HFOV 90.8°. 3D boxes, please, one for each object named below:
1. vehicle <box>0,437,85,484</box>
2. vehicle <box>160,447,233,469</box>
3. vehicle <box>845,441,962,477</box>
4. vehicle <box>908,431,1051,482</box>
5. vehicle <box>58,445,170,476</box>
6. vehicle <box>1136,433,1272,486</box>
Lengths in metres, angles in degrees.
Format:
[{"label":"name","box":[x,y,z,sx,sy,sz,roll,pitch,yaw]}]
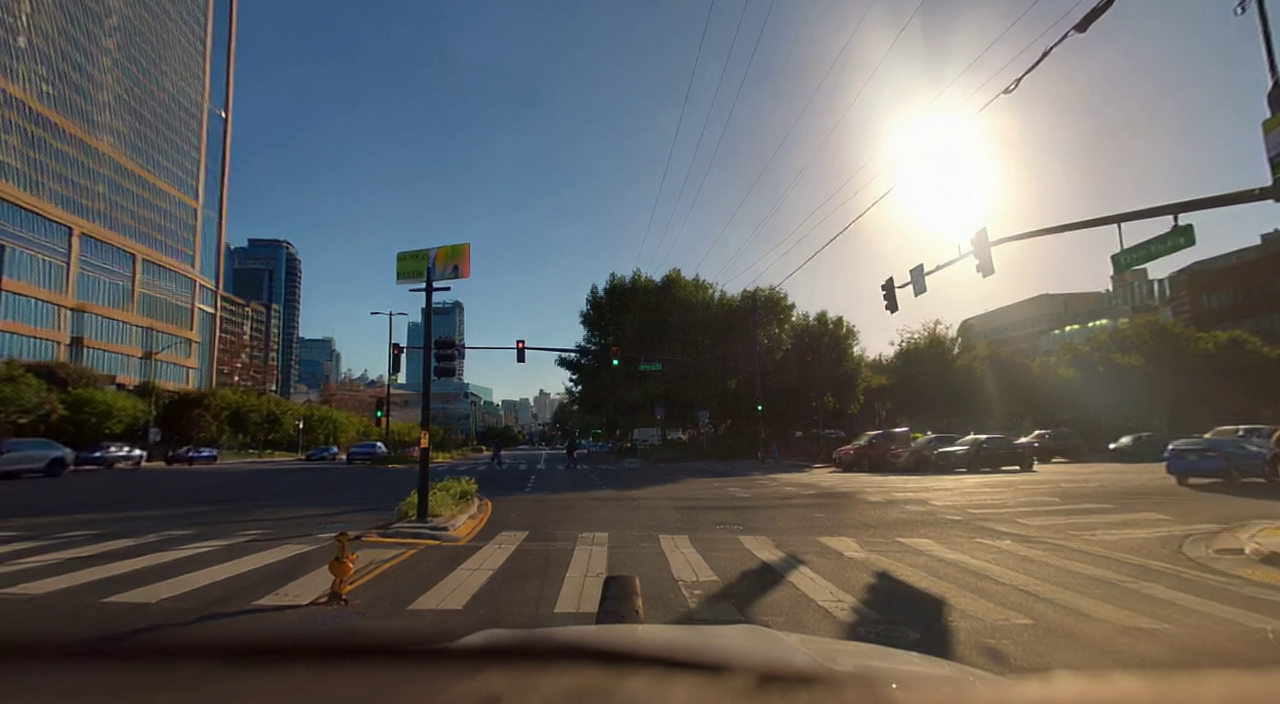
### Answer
[{"label":"vehicle","box":[-23.341,3.951,23.167,2.056,1.604,4.436,0,-8,-3]},{"label":"vehicle","box":[-31.269,7.476,44.724,1.811,1.438,4.812,0,-8,-2]},{"label":"vehicle","box":[11.446,4.629,27.574,4.317,1.491,1.896,1,-9,-11]},{"label":"vehicle","box":[12.900,3.927,24.052,4.742,1.762,2.180,3,-9,-22]},{"label":"vehicle","box":[-27.257,5.621,32.988,2.006,1.459,4.720,0,-8,-4]},{"label":"vehicle","box":[18.425,3.451,20.607,4.312,1.540,2.007,5,-10,-31]}]
